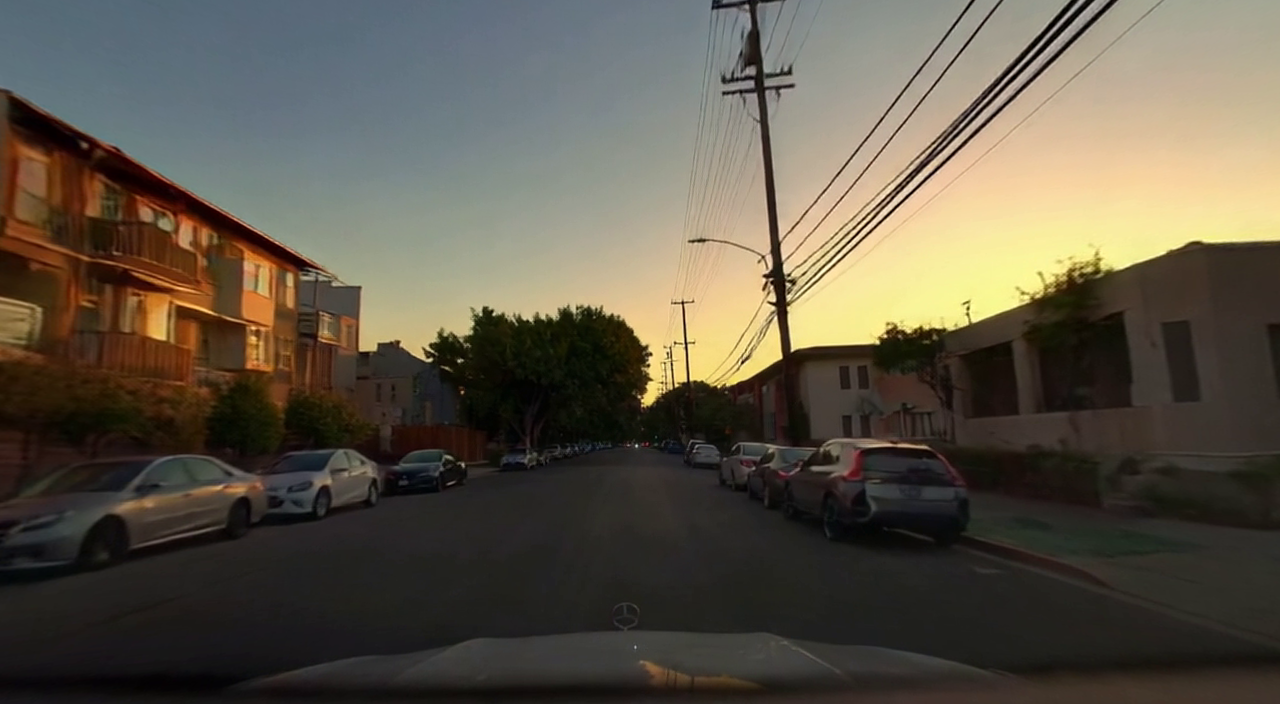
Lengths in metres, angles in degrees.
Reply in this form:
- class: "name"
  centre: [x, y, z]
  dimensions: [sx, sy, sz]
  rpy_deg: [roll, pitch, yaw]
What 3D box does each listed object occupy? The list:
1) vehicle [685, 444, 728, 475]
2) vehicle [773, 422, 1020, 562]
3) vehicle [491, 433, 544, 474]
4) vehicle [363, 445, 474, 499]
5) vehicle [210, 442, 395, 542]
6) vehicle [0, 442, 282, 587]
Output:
- class: "vehicle"
  centre: [3.684, 6.025, 35.746]
  dimensions: [1.925, 1.634, 4.419]
  rpy_deg: [0, -8, 0]
- class: "vehicle"
  centre: [3.640, 2.069, 10.124]
  dimensions: [2.095, 1.694, 4.592]
  rpy_deg: [0, -9, 1]
- class: "vehicle"
  centre: [-7.694, 6.404, 40.295]
  dimensions: [2.351, 2.251, 5.856]
  rpy_deg: [-2, -8, -2]
- class: "vehicle"
  centre: [-7.523, 4.069, 22.028]
  dimensions: [2.145, 1.488, 4.646]
  rpy_deg: [-3, -7, 1]
- class: "vehicle"
  centre: [-7.663, 3.115, 14.961]
  dimensions: [1.981, 1.651, 4.683]
  rpy_deg: [-5, -6, -3]
- class: "vehicle"
  centre: [-7.810, 2.311, 9.730]
  dimensions: [1.917, 1.618, 4.825]
  rpy_deg: [-2, -10, -2]
